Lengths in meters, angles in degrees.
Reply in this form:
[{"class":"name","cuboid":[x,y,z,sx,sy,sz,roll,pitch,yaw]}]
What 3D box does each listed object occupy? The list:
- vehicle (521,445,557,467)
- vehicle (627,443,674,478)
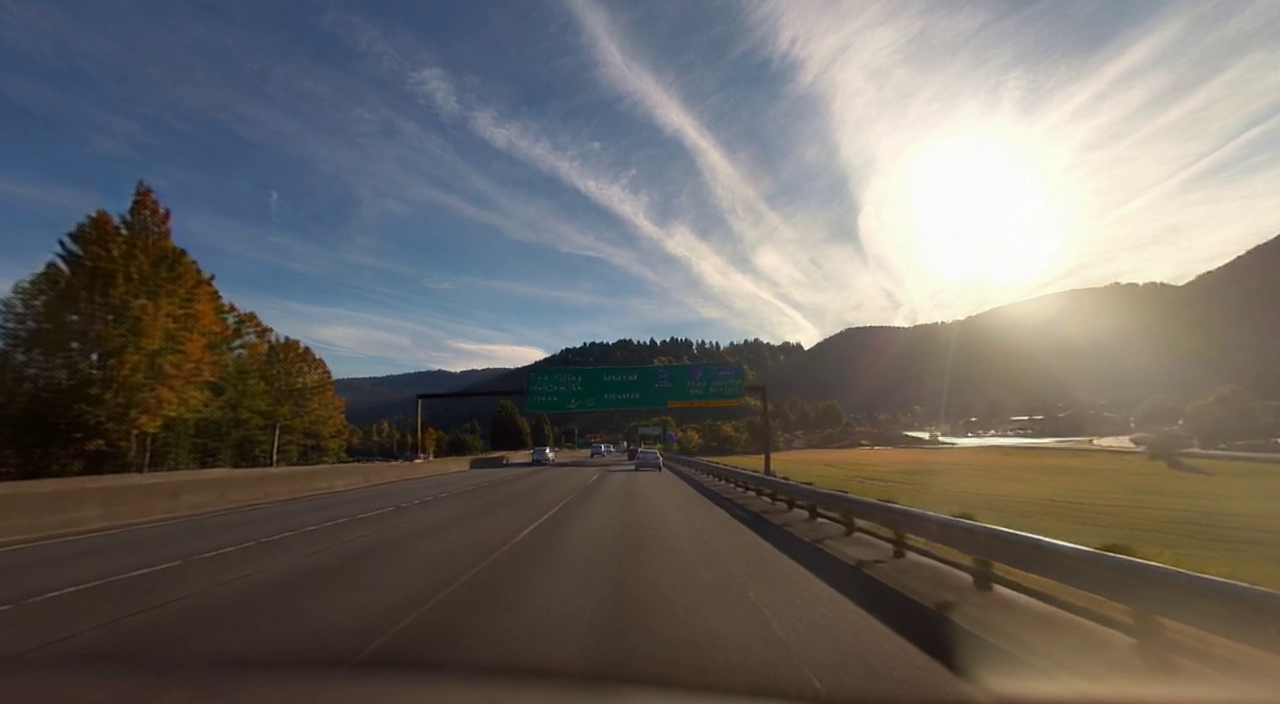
[{"class":"vehicle","cuboid":[-7.144,7.430,44.999,1.955,1.468,3.637,0,-9,0]},{"class":"vehicle","cuboid":[0.392,4.948,28.919,2.019,1.475,4.301,0,-9,-1]}]
